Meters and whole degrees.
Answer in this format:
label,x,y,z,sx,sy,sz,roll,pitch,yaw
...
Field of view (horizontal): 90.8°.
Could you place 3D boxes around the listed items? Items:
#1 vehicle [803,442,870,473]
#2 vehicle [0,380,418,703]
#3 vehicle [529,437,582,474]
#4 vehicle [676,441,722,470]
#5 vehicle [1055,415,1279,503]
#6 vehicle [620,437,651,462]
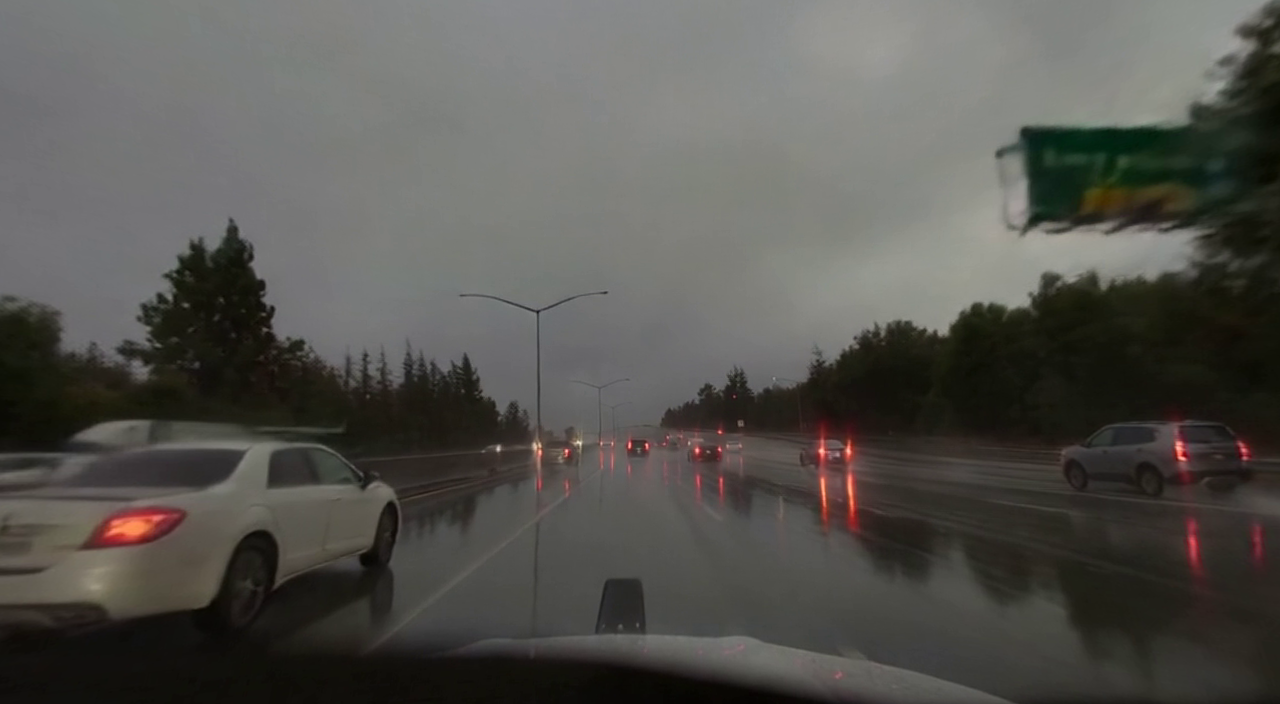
label,x,y,z,sx,sy,sz,roll,pitch,yaw
vehicle,9.555,5.142,31.041,1.910,1.384,3.867,1,-8,-2
vehicle,-3.617,1.272,5.032,2.119,1.654,4.353,0,-8,0
vehicle,-3.987,4.961,30.409,1.992,1.651,4.185,0,-8,0
vehicle,3.163,5.635,34.700,2.007,1.469,4.337,0,-8,-2
vehicle,12.943,2.572,15.559,2.076,1.799,4.871,0,-8,-1
vehicle,-0.371,7.347,47.663,2.192,1.813,4.864,0,-8,-1
